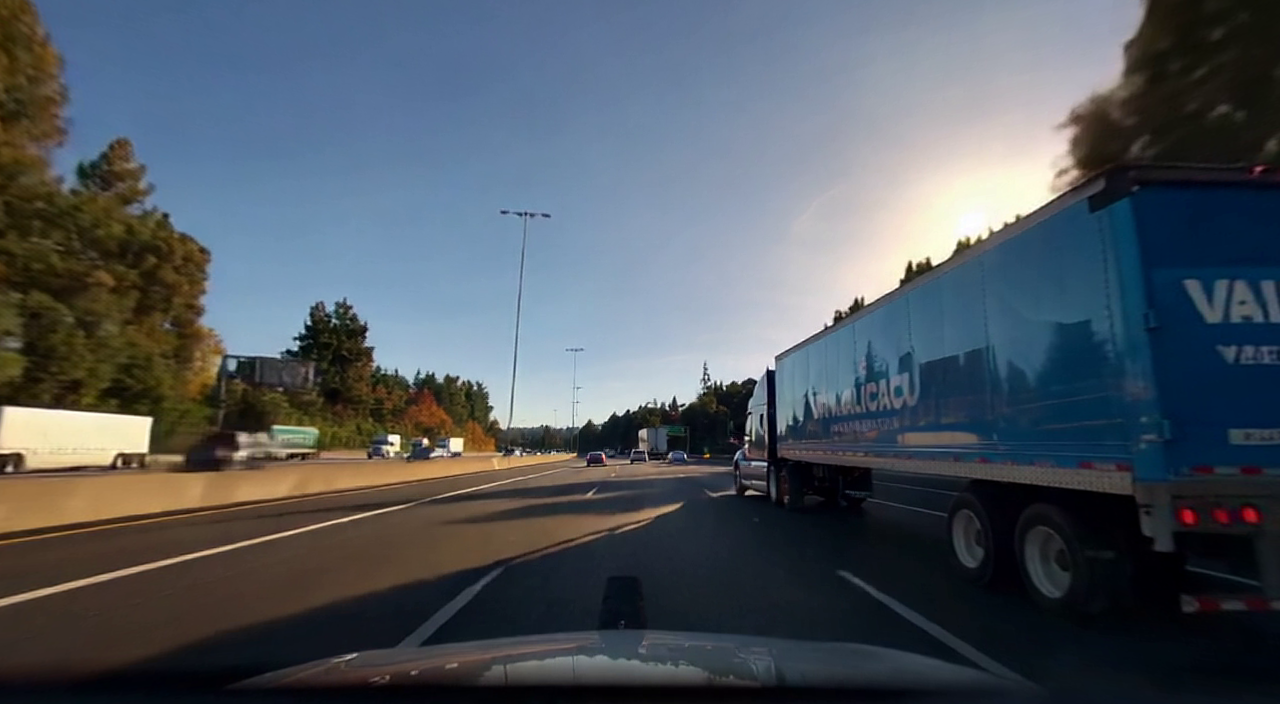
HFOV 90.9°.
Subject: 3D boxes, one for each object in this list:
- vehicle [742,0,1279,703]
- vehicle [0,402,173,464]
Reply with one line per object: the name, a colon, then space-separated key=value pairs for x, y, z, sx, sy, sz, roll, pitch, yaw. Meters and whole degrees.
vehicle: x=4.426 y=0.963 z=10.537 sx=2.847 sy=4.075 sz=14.244 roll=0 pitch=-9 yaw=-1
vehicle: x=-41.779 y=5.768 z=44.104 sx=3.143 sy=4.022 sz=14.844 roll=-4 pitch=-10 yaw=22
